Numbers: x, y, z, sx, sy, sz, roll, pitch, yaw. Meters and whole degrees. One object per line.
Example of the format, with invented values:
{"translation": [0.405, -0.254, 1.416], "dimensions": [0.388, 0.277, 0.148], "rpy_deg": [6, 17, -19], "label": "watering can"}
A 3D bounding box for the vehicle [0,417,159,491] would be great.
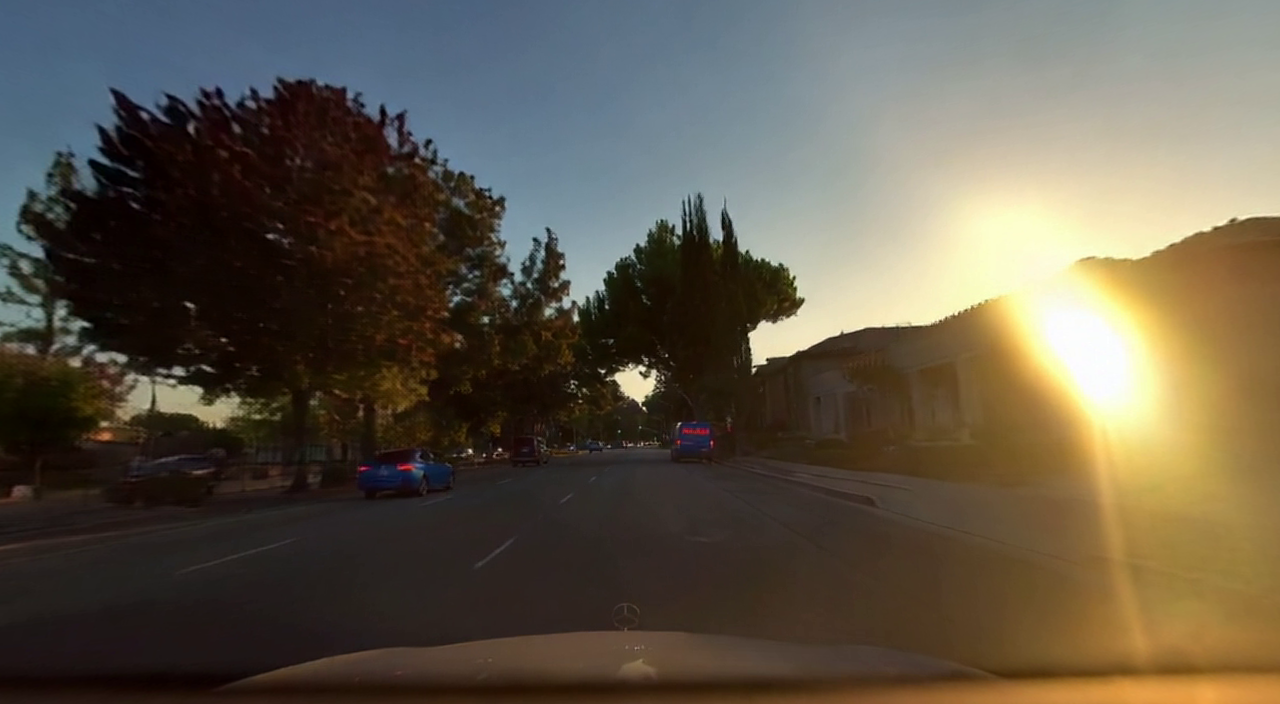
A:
{"translation": [-34.246, 6.150, 38.360], "dimensions": [2.781, 3.955, 8.836], "rpy_deg": [-1, -9, 2], "label": "vehicle"}

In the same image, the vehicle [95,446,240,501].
{"translation": [-18.132, 4.626, 24.598], "dimensions": [2.010, 1.888, 4.622], "rpy_deg": [0, -9, 1], "label": "vehicle"}

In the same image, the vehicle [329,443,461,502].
{"translation": [-6.809, 3.370, 18.160], "dimensions": [1.970, 1.456, 4.441], "rpy_deg": [0, -9, 1], "label": "vehicle"}

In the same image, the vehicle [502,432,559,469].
{"translation": [-6.556, 6.012, 38.536], "dimensions": [2.332, 2.039, 5.678], "rpy_deg": [0, -9, 1], "label": "vehicle"}

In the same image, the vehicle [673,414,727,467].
{"translation": [3.567, 5.439, 38.643], "dimensions": [2.791, 3.026, 4.668], "rpy_deg": [0, -9, 0], "label": "vehicle"}
